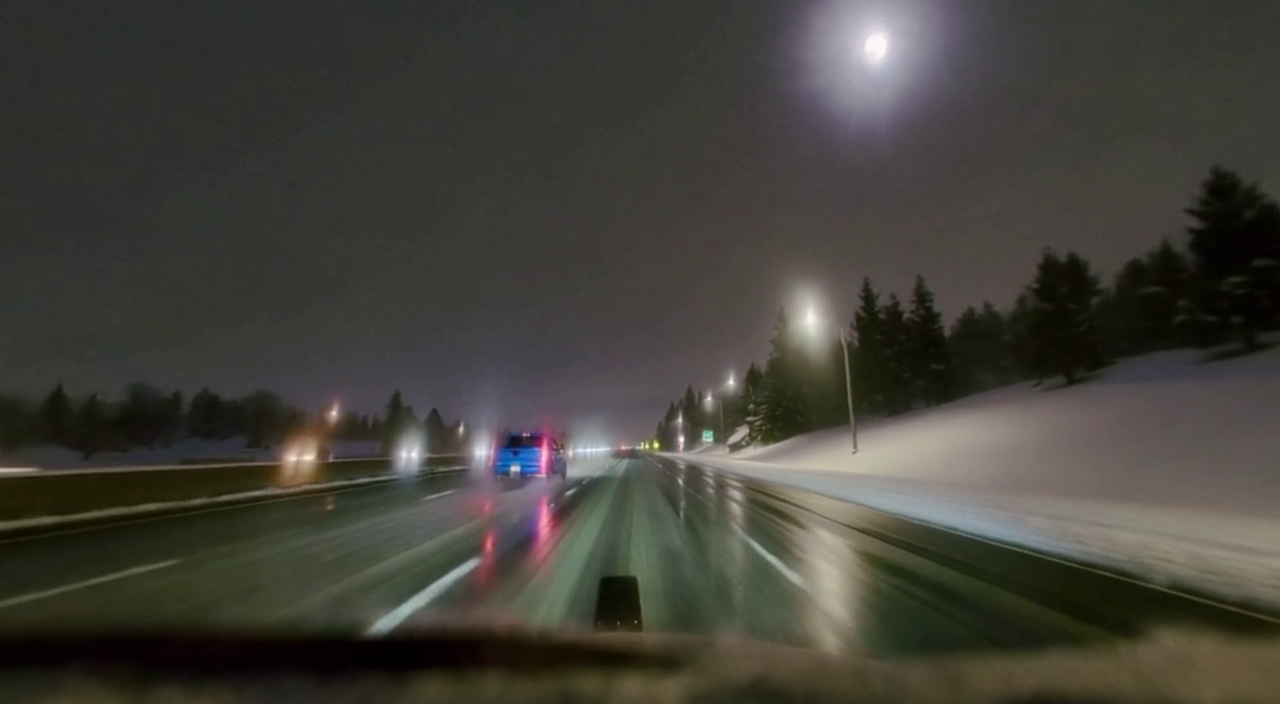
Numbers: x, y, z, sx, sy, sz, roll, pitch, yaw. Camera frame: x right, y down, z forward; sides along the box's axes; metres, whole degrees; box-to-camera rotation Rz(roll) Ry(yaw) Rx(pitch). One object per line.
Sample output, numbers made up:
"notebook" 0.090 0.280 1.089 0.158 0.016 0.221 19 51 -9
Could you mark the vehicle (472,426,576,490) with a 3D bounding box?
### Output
"vehicle" -3.956 3.770 22.908 2.529 2.003 5.904 0 -8 1
